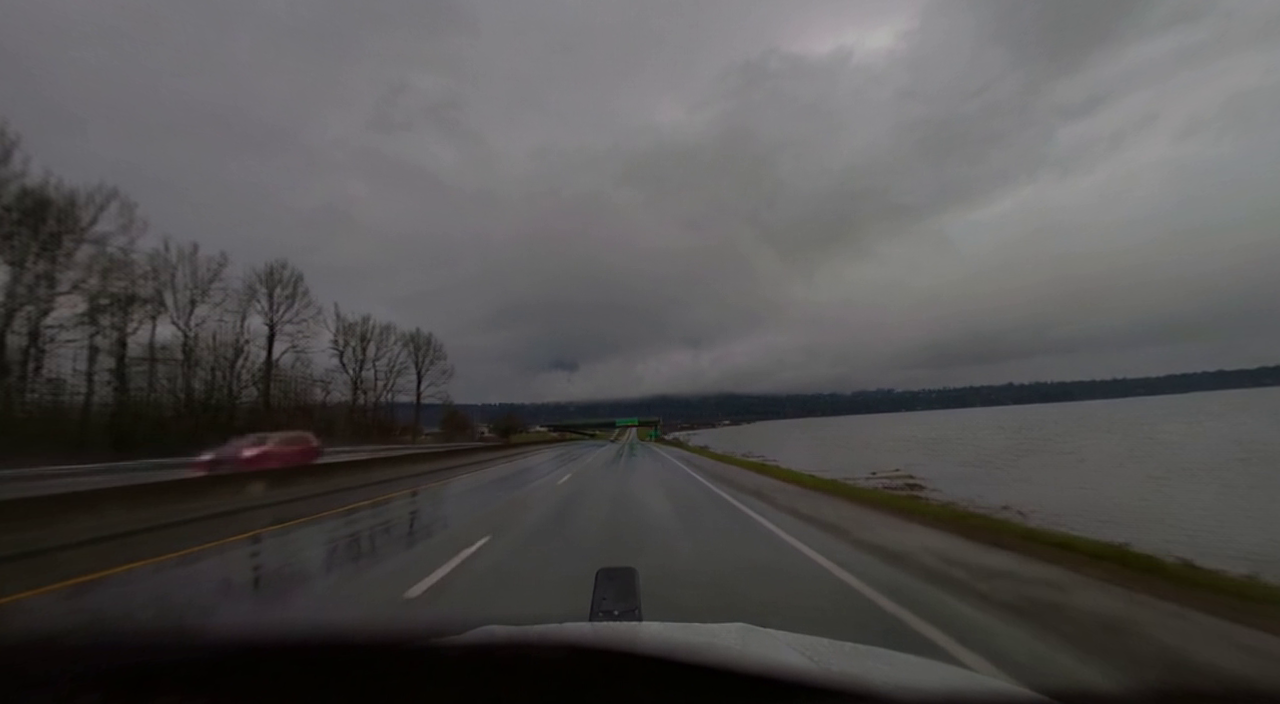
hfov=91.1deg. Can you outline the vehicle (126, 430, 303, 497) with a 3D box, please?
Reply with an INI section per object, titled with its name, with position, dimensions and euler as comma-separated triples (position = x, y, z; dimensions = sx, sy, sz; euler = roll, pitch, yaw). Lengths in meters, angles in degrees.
[vehicle]
position = -11.091, 2.891, 16.845
dimensions = 1.873, 1.543, 4.139
euler = 0, -8, -1
